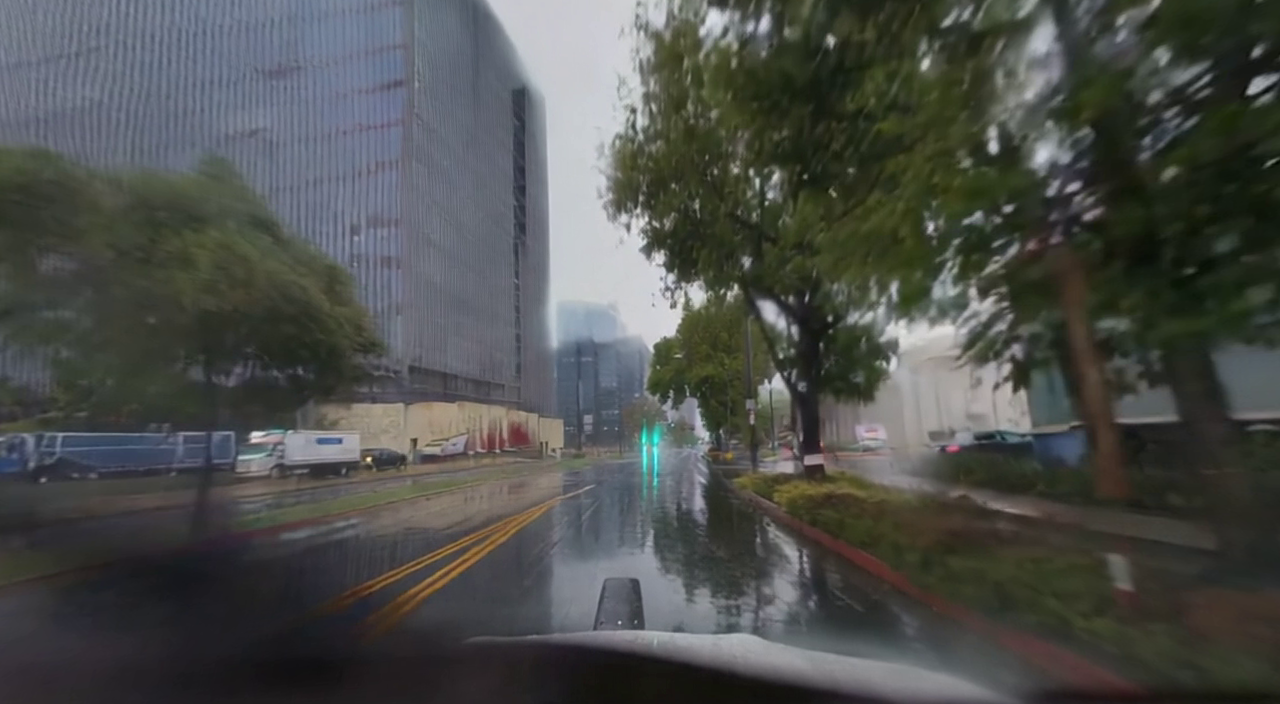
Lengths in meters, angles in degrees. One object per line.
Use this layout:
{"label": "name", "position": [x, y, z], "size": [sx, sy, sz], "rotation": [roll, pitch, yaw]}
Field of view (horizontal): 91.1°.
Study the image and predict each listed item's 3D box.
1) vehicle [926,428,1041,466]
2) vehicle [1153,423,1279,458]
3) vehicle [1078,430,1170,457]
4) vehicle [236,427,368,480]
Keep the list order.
{"label": "vehicle", "position": [15.207, 4.227, 27.980], "size": [3.997, 1.579, 1.799], "rotation": [-1, -10, 3]}
{"label": "vehicle", "position": [26.852, 4.118, 29.102], "size": [4.307, 1.544, 1.949], "rotation": [-1, -9, 7]}
{"label": "vehicle", "position": [27.348, 5.212, 35.625], "size": [3.531, 1.414, 1.906], "rotation": [-1, -9, 6]}
{"label": "vehicle", "position": [-19.414, 5.820, 36.678], "size": [2.166, 2.698, 7.006], "rotation": [-7, -9, 20]}
